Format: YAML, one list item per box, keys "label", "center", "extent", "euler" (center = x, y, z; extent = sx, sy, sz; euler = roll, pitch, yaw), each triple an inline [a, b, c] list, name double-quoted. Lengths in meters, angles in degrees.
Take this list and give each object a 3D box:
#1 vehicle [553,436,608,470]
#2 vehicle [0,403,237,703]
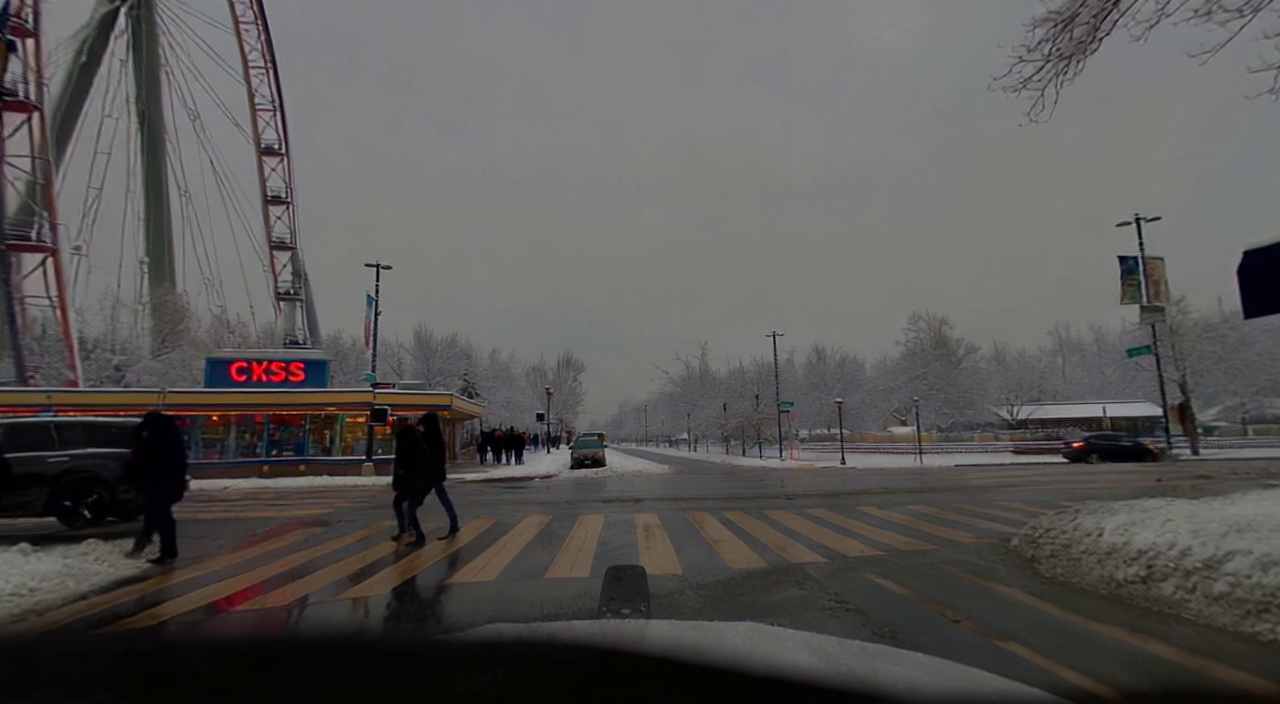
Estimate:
- label: "vehicle"
  center: [-3.891, 6.413, 40.250]
  extent: [2.549, 2.000, 5.699]
  euler: [2, -9, -15]
- label: "vehicle"
  center: [-3.372, 0.785, 1.193]
  extent: [1.940, 1.505, 4.676]
  euler: [-1, -9, 3]
